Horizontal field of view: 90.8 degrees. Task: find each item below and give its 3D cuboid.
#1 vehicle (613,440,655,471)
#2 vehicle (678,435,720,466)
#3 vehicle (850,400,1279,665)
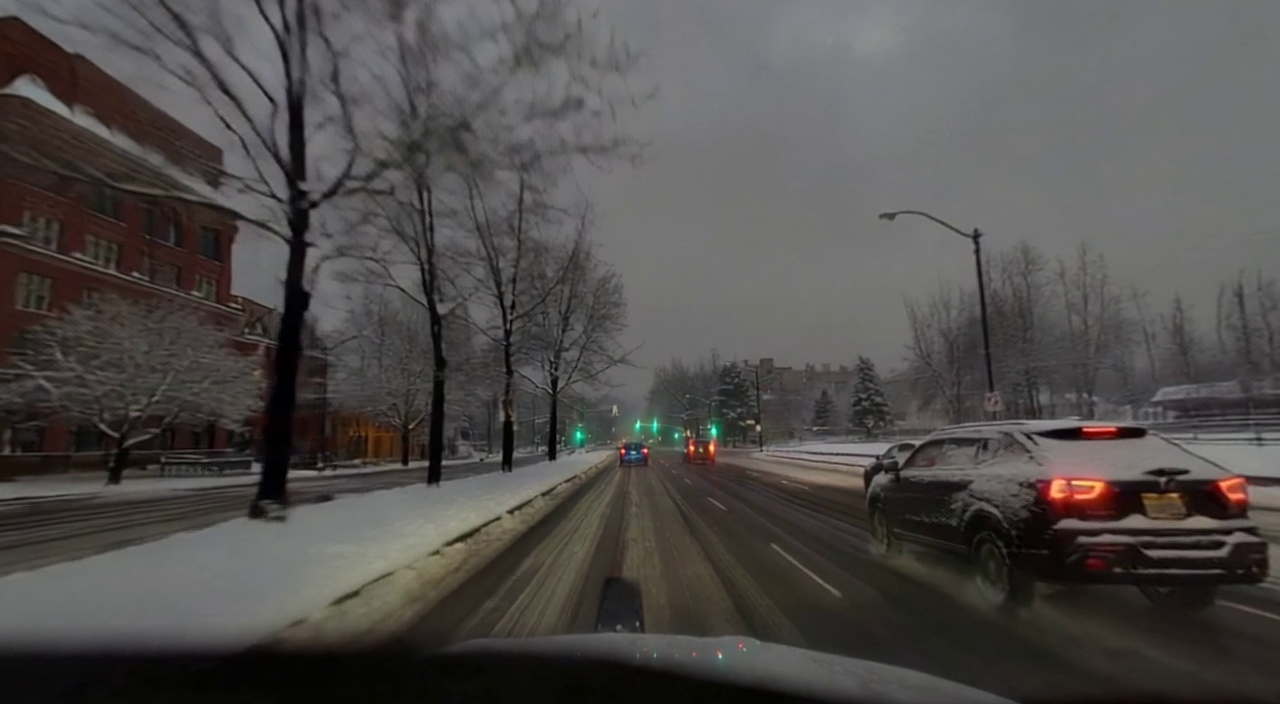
[{"bbox_3d":[-0.327,5.365,33.002,2.054,1.446,3.969,0,-8,-1],"label":"vehicle"},{"bbox_3d":[3.480,5.931,38.315,2.036,1.757,4.300,0,-8,-1],"label":"vehicle"},{"bbox_3d":[3.555,1.334,5.713,1.937,1.538,3.832,0,-8,-1],"label":"vehicle"}]
